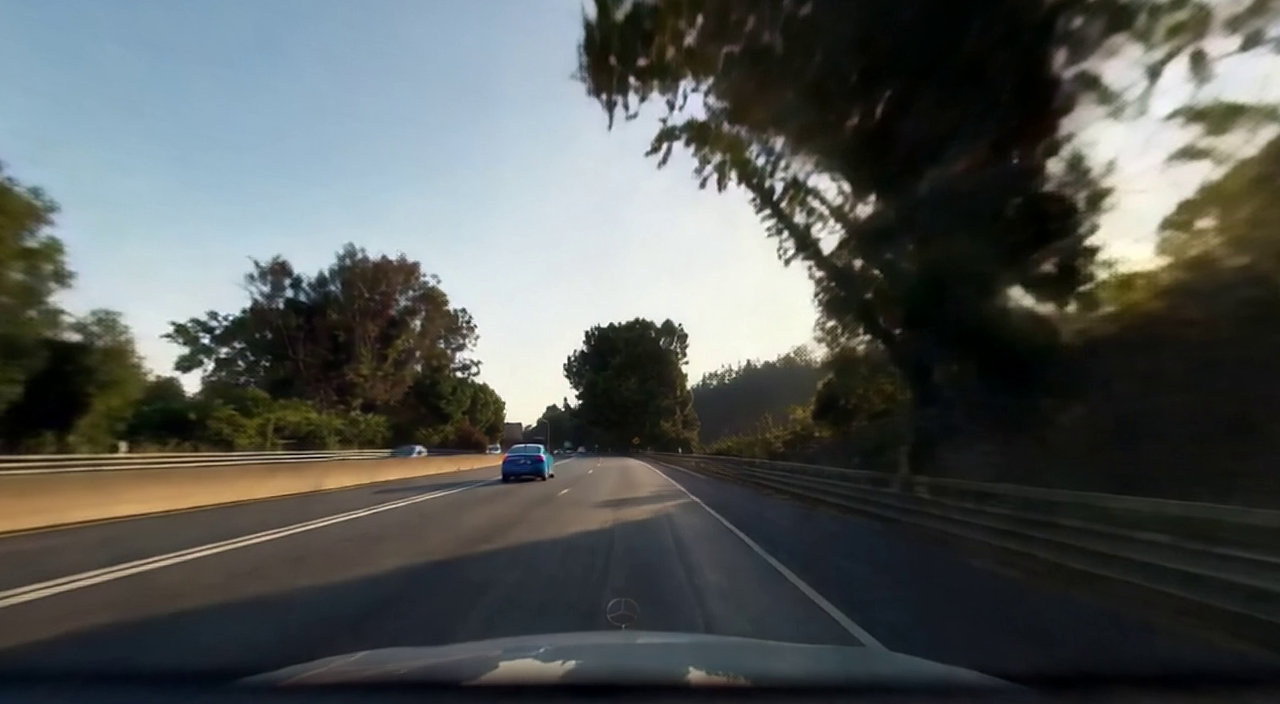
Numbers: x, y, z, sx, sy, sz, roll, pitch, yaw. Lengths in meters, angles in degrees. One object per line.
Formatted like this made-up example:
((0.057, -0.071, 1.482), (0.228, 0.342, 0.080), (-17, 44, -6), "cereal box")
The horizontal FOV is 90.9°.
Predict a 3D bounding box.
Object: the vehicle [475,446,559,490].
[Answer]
((-4.331, 4.171, 22.966), (2.126, 1.411, 4.433), (0, -9, 1), "vehicle")
